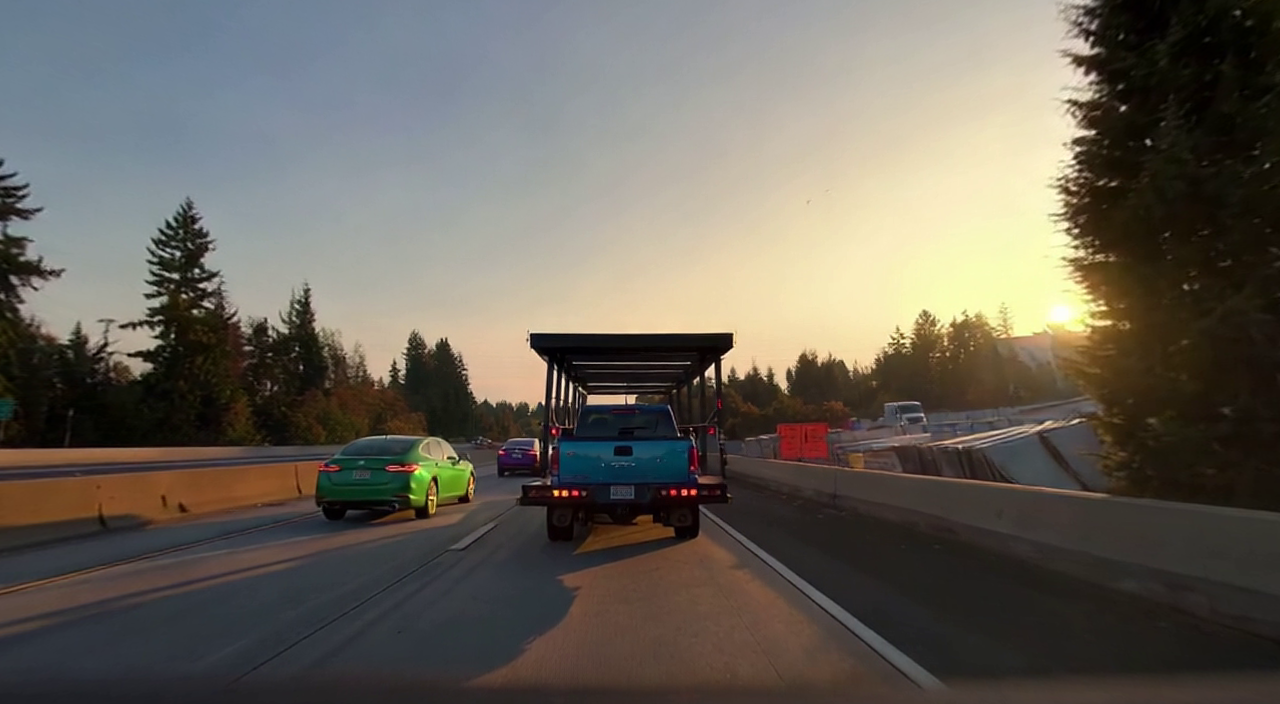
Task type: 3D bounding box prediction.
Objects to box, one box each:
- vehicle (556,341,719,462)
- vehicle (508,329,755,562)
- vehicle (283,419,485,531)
[{"bbox_3d":[-0.166,0.995,10.754,2.156,1.604,4.680,0,-9,-3],"label":"vehicle"},{"bbox_3d":[-0.342,1.789,12.340,2.735,2.597,10.435,0,-8,-3],"label":"vehicle"},{"bbox_3d":[-4.421,2.199,11.876,2.057,1.665,4.572,0,-8,-3],"label":"vehicle"}]
